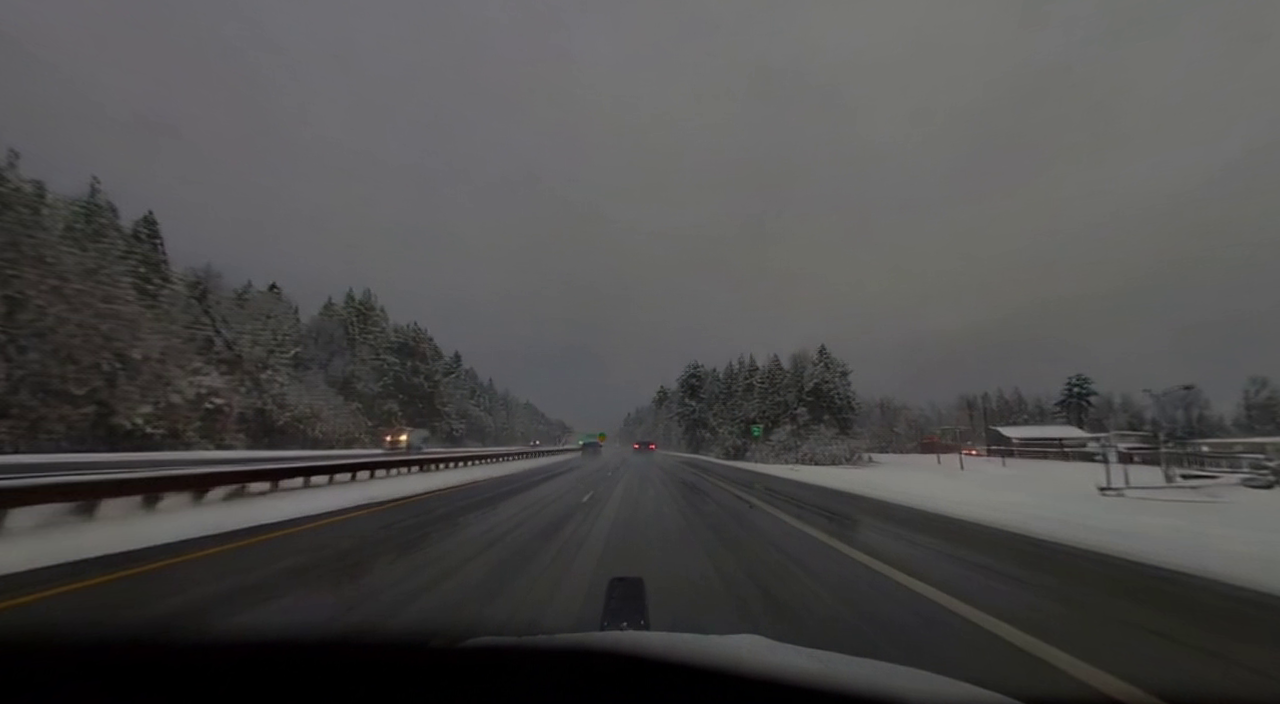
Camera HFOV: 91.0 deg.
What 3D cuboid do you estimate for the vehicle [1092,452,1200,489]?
[{"bbox_3d":[24.102,5.616,30.238,1.889,1.560,4.976,-2,-8,12],"label":"vehicle"}]
